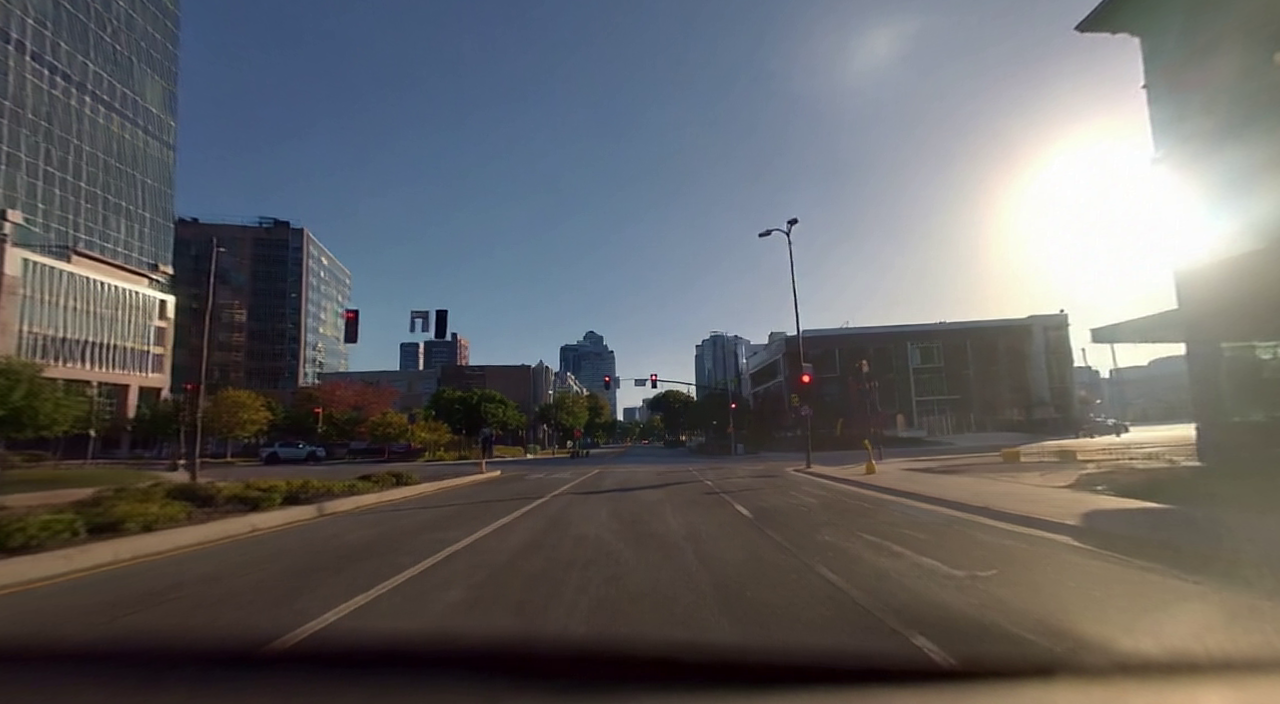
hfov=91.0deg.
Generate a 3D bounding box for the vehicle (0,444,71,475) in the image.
[{"bbox_3d":[-32.144,5.433,32.063,1.852,1.485,4.683,0,-9,1],"label":"vehicle"}]
